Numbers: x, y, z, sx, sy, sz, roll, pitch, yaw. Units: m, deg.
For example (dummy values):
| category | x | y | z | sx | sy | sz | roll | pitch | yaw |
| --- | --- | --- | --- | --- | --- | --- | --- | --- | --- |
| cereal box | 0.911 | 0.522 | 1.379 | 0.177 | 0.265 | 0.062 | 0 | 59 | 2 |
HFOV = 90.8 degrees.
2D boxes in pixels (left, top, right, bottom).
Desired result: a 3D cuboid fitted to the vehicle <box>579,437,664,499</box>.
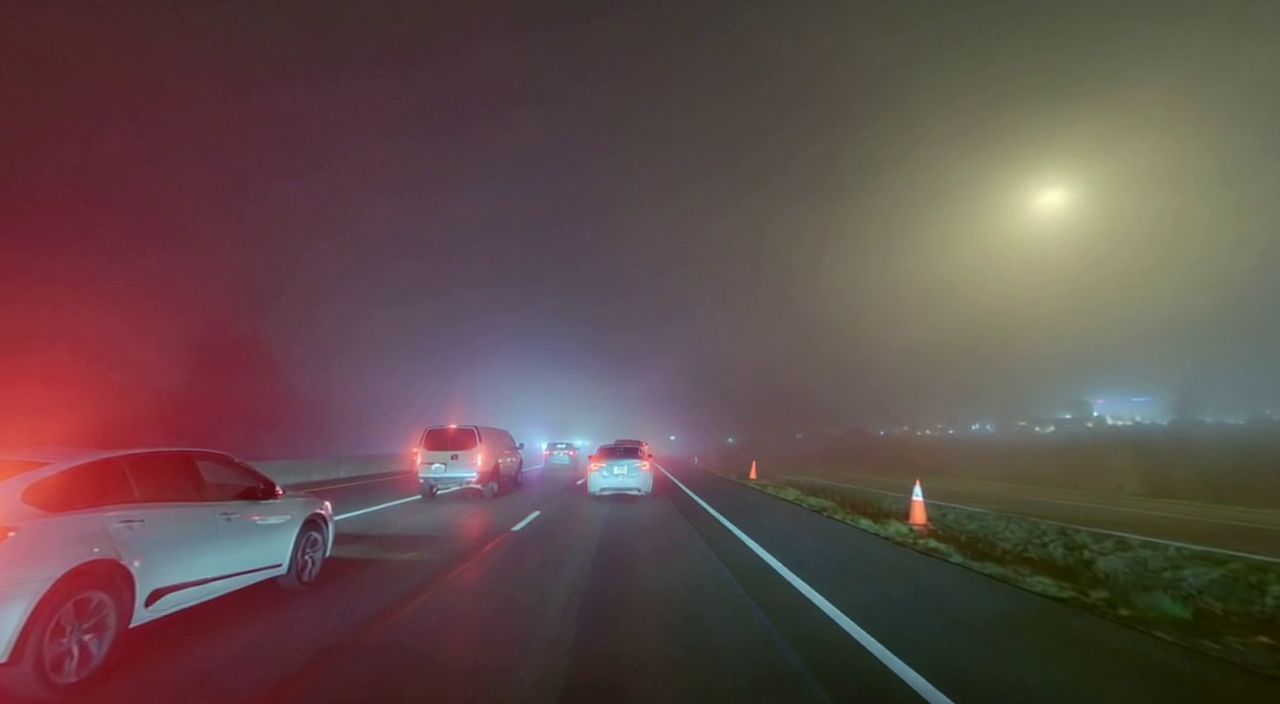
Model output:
| category | x | y | z | sx | sy | sz | roll | pitch | yaw |
| --- | --- | --- | --- | --- | --- | --- | --- | --- | --- |
| vehicle | -0.479 | 3.114 | 17.360 | 2.069 | 1.484 | 3.918 | 0 | -9 | -1 |

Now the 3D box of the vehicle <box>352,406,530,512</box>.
| category | x | y | z | sx | sy | sz | roll | pitch | yaw |
| --- | --- | --- | --- | --- | --- | --- | --- | --- | --- |
| vehicle | -4.294 | 2.475 | 14.973 | 2.324 | 2.012 | 5.740 | 0 | -9 | 0 |

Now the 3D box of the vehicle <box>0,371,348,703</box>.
| category | x | y | z | sx | sy | sz | roll | pitch | yaw |
| --- | --- | --- | --- | --- | --- | --- | --- | --- | --- |
| vehicle | -3.811 | 1.029 | 3.674 | 2.041 | 1.604 | 4.384 | 0 | -9 | 1 |

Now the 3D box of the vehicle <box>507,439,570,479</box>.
| category | x | y | z | sx | sy | sz | roll | pitch | yaw |
| --- | --- | --- | --- | --- | --- | --- | --- | --- | --- |
| vehicle | -3.967 | 4.258 | 25.312 | 1.824 | 1.459 | 4.007 | 0 | -9 | 0 |
